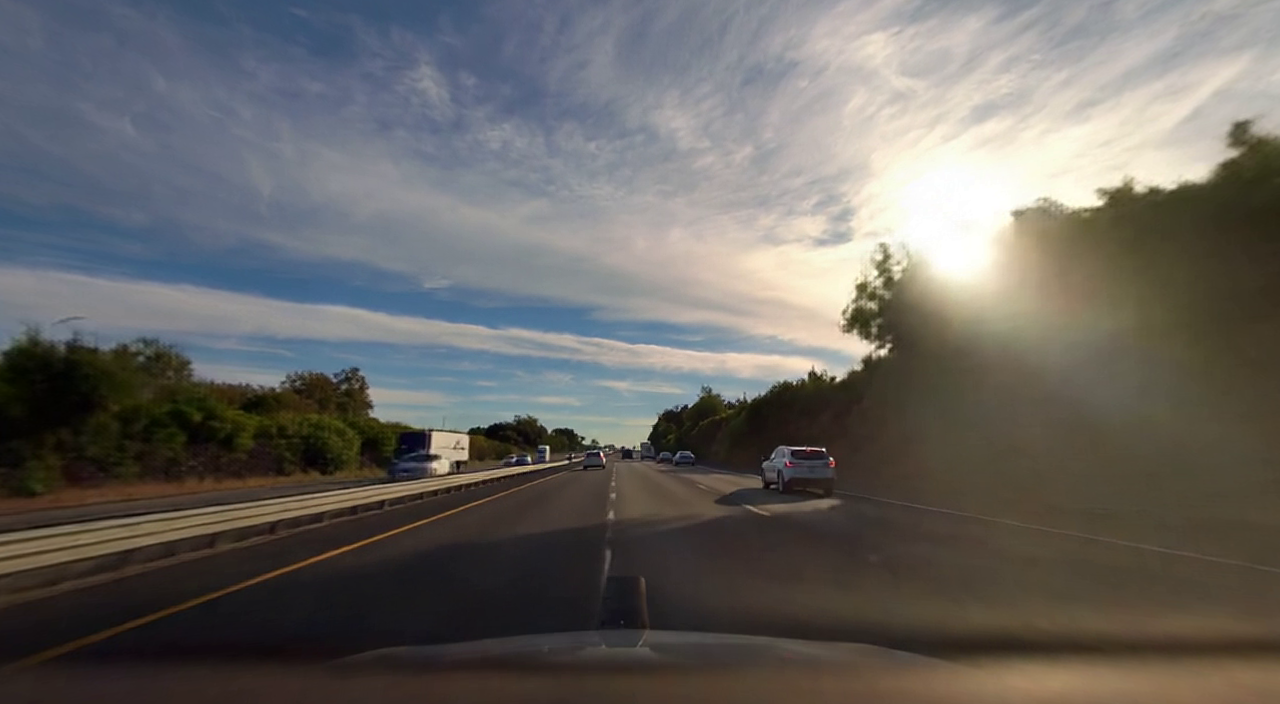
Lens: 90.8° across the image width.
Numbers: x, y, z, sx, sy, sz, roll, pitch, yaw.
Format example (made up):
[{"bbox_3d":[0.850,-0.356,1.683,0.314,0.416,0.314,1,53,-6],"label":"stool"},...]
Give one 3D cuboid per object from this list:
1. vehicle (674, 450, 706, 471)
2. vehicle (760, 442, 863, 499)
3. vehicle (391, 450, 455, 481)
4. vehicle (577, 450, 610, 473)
[{"bbox_3d":[3.728,8.169,47.685,1.846,1.480,3.694,0,-9,-3],"label":"vehicle"},{"bbox_3d":[5.129,3.586,19.477,1.903,1.566,3.866,0,-9,-3],"label":"vehicle"},{"bbox_3d":[-11.739,6.152,34.484,1.957,1.567,4.514,0,-9,-1],"label":"vehicle"},{"bbox_3d":[-3.104,7.383,42.767,2.021,1.507,4.272,0,-9,-2],"label":"vehicle"}]
